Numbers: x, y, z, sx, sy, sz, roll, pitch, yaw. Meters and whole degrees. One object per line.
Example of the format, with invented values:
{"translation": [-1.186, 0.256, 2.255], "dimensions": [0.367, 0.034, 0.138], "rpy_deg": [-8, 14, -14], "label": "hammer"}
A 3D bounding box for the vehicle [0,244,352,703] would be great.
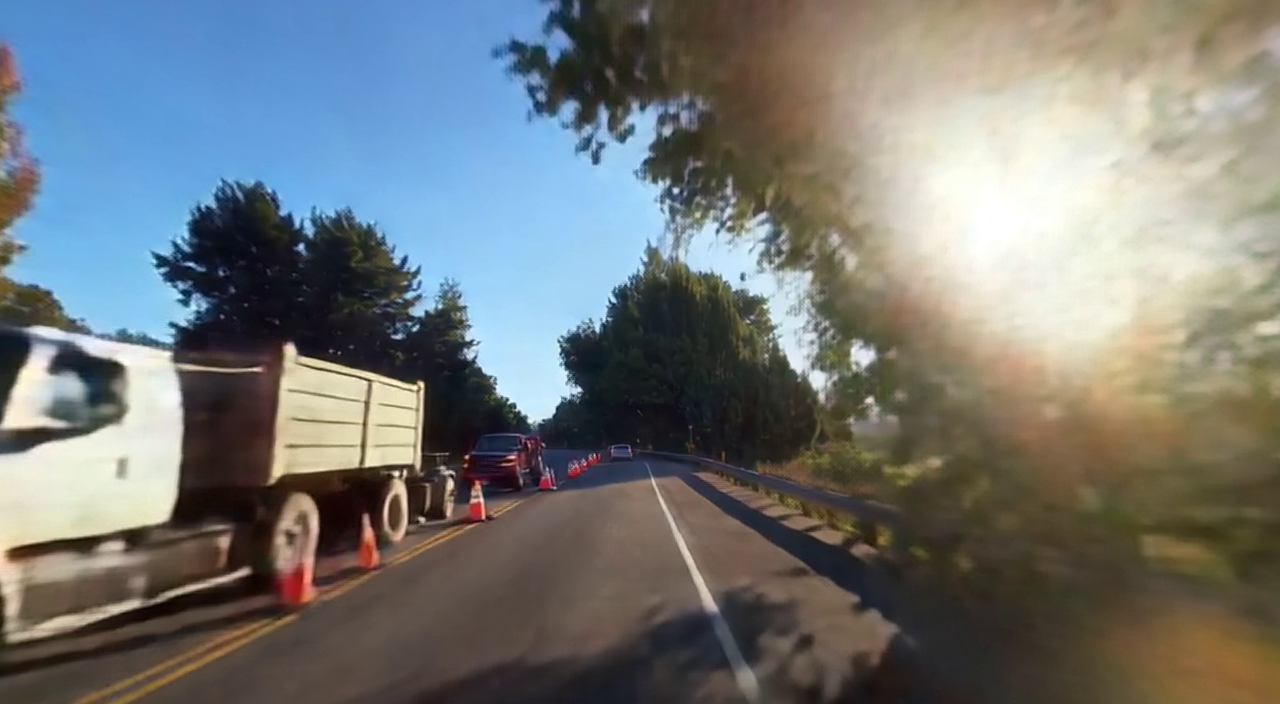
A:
{"translation": [-4.517, 0.941, 5.182], "dimensions": [2.380, 2.488, 4.028], "rpy_deg": [0, -8, -1], "label": "vehicle"}

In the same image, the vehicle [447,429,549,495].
{"translation": [-4.661, 3.706, 21.739], "dimensions": [2.128, 1.944, 5.555], "rpy_deg": [0, -8, 1], "label": "vehicle"}
